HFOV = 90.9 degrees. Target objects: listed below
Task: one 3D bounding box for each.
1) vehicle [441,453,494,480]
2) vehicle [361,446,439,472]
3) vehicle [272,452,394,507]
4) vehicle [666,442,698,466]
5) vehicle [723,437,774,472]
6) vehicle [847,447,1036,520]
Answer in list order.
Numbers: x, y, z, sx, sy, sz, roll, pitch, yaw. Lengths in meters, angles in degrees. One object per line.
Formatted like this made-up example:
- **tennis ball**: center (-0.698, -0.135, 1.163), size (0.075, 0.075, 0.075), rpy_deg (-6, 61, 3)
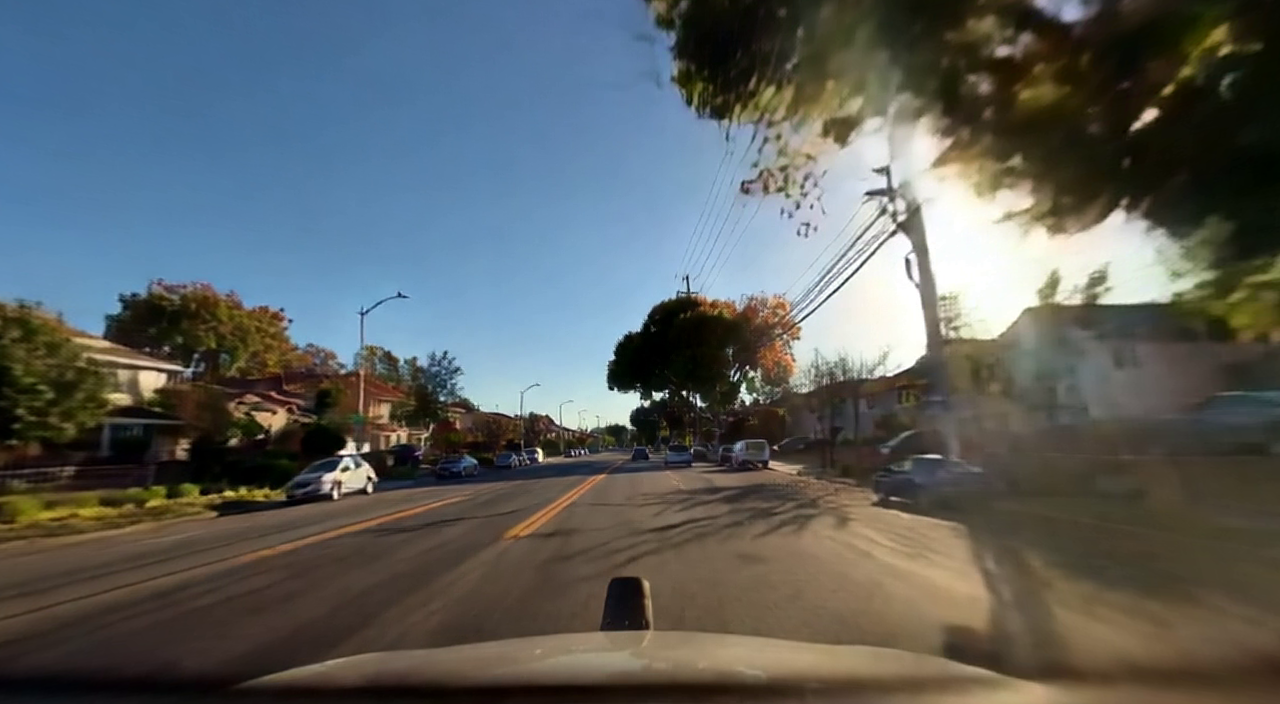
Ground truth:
- **vehicle**: center (-10.454, 6.968, 38.545), size (1.896, 1.495, 4.425), rpy_deg (0, -9, 2)
- **vehicle**: center (-17.364, 7.735, 45.761), size (4.745, 1.810, 2.197), rpy_deg (0, -9, 2)
- **vehicle**: center (-10.427, 4.315, 21.866), size (1.965, 1.675, 4.577), rpy_deg (0, -9, -1)
- **vehicle**: center (3.170, 7.792, 48.253), size (2.070, 1.765, 4.731), rpy_deg (0, -9, -1)
- **vehicle**: center (6.888, 6.575, 40.656), size (2.274, 2.090, 5.465), rpy_deg (0, -9, 0)
- **vehicle**: center (6.708, 2.960, 14.774), size (2.070, 1.428, 4.636), rpy_deg (0, -9, -1)
